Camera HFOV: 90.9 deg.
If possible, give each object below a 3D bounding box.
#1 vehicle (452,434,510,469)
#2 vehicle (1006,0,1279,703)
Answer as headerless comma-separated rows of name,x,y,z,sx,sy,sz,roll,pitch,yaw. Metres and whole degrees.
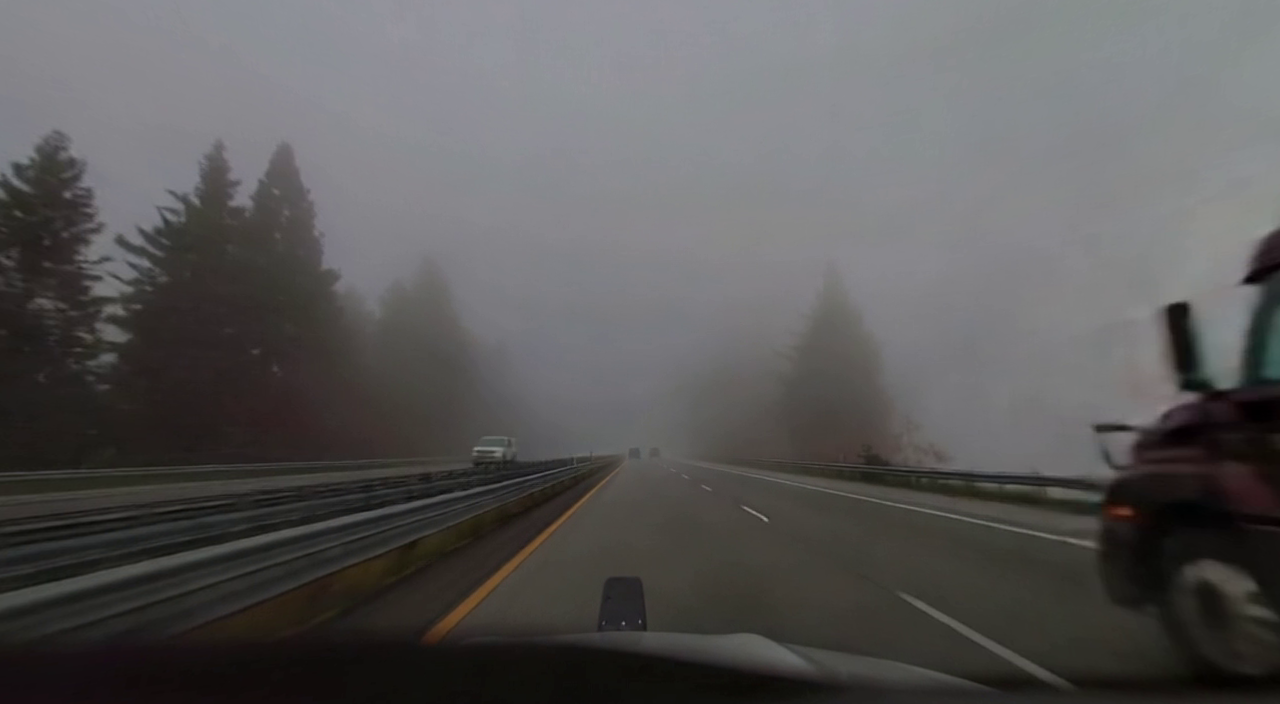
vehicle,-8.989,5.710,36.139,2.018,1.875,5.039,0,-9,0
vehicle,3.889,-0.453,0.880,2.999,3.668,5.909,0,-9,0
